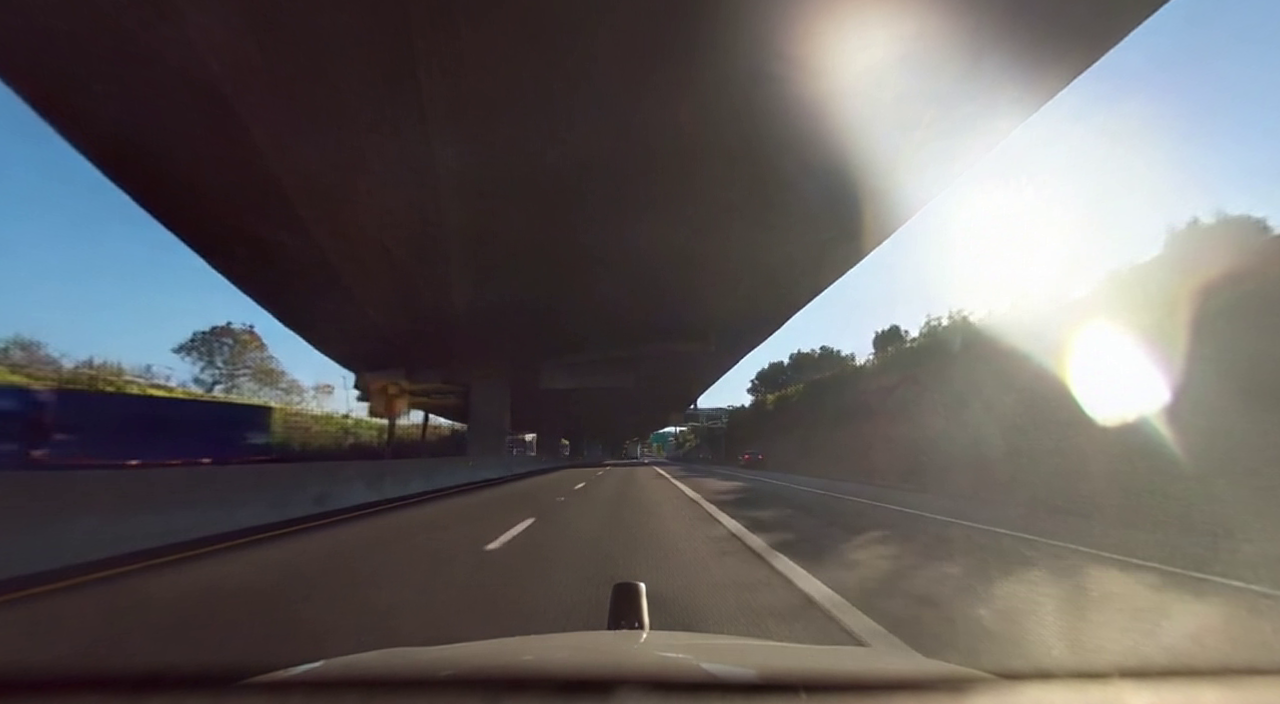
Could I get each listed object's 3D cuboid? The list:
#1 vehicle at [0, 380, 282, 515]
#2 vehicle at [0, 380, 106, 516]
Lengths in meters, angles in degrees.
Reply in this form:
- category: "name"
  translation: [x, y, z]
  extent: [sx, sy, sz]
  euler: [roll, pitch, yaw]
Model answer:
- category: "vehicle"
  translation: [-20.424, 3.942, 25.890]
  extent: [3.100, 4.004, 14.159]
  euler: [0, -9, -1]
- category: "vehicle"
  translation: [-20.332, 2.917, 19.019]
  extent: [2.942, 3.931, 5.873]
  euler: [0, -9, -1]
